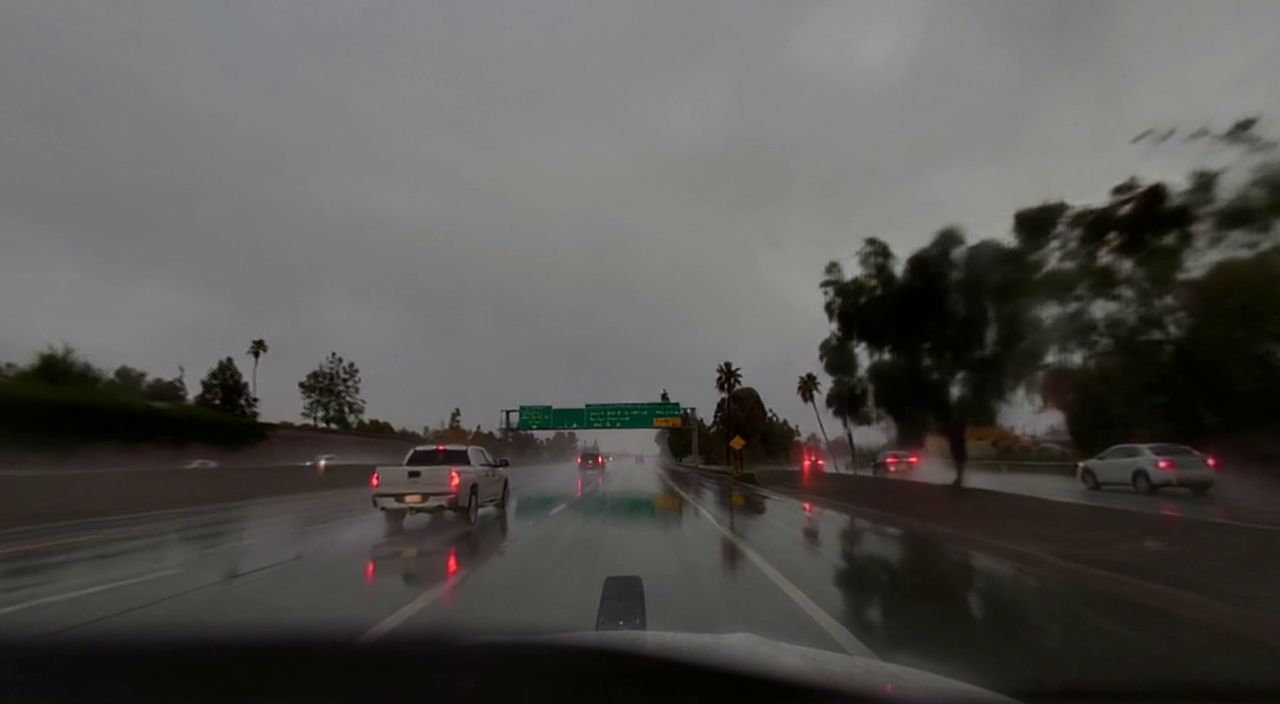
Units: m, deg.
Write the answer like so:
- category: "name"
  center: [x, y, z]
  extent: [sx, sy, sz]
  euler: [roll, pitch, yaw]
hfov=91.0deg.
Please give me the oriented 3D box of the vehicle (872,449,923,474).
- category: "vehicle"
  center: [19.615, 8.339, 48.261]
  extent: [2.033, 1.794, 5.116]
  euler: [-1, -9, 4]

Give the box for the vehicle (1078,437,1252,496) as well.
- category: "vehicle"
  center: [17.526, 3.836, 21.448]
  extent: [1.991, 1.755, 4.836]
  euler: [-1, -9, 4]

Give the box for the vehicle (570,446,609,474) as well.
- category: "vehicle"
  center: [-3.731, 8.096, 47.388]
  extent: [2.420, 1.937, 5.916]
  euler: [0, -9, 0]

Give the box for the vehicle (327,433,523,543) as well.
- category: "vehicle"
  center: [-3.925, 2.568, 12.605]
  extent: [2.162, 1.747, 4.791]
  euler: [0, -9, 1]
